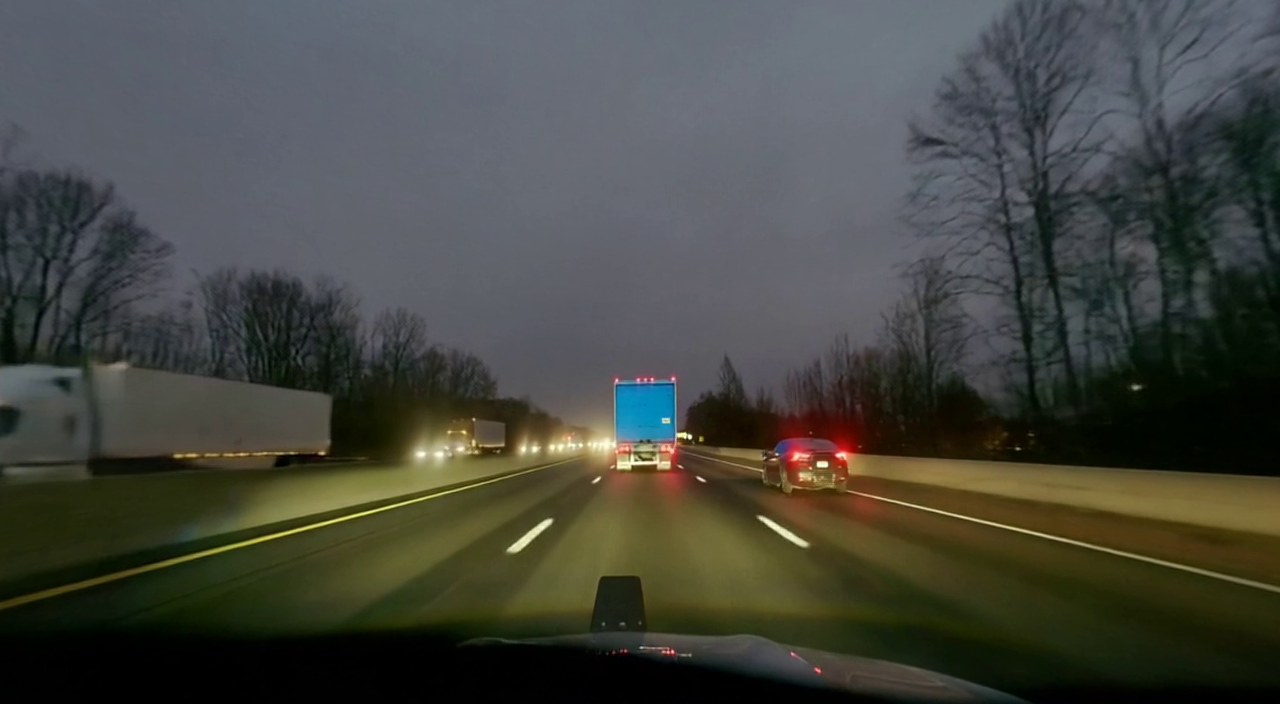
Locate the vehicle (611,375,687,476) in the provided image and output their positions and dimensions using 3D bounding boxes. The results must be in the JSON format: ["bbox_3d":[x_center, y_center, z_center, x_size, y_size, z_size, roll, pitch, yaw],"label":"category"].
[{"bbox_3d":[0.378,3.694,30.377,3.010,4.039,10.481,0,-8,0],"label":"vehicle"}]

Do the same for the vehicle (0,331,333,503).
[{"bbox_3d":[-16.655,2.662,22.617,2.959,4.021,16.514,0,-8,0],"label":"vehicle"}]
